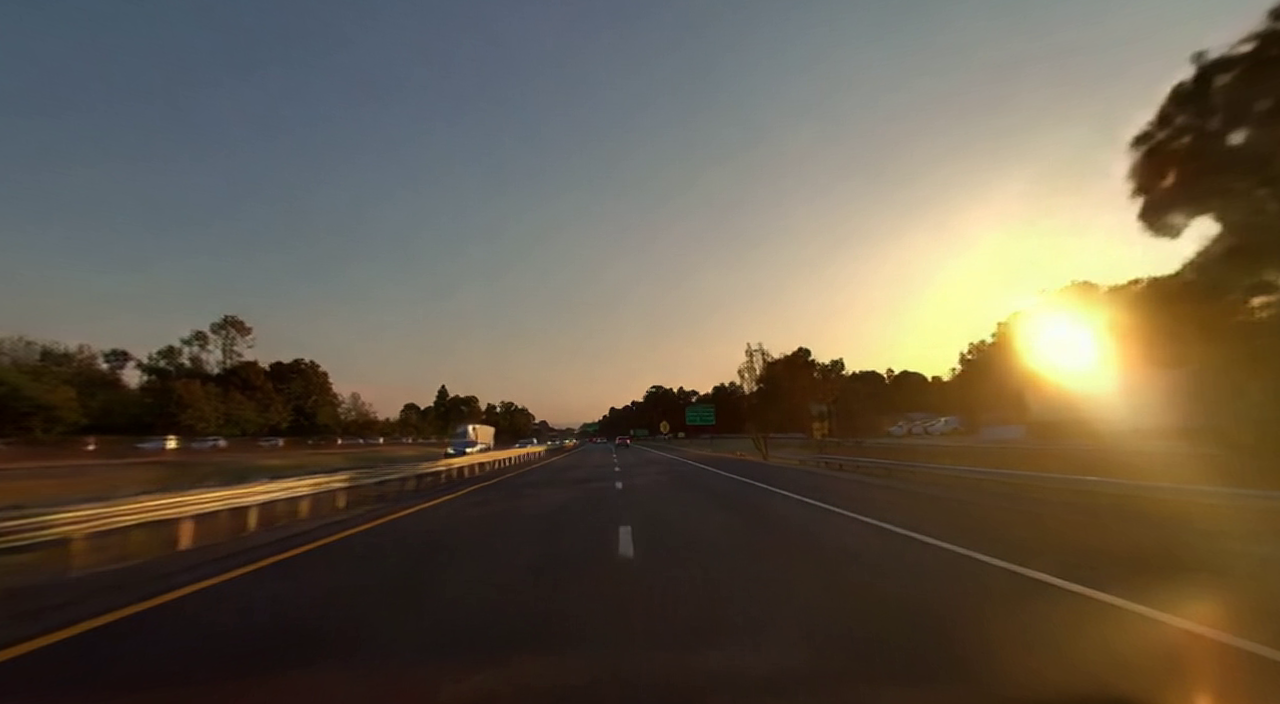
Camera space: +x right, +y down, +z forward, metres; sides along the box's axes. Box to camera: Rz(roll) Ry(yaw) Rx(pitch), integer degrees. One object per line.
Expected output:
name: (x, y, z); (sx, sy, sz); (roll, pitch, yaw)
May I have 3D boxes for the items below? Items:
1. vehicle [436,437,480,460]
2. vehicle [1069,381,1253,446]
vehicle: (-13.142, 6.987, 45.601); (1.887, 1.558, 4.261); (0, -8, 0)
vehicle: (39.154, 5.027, 48.576); (2.885, 4.199, 14.850); (0, -8, 6)
